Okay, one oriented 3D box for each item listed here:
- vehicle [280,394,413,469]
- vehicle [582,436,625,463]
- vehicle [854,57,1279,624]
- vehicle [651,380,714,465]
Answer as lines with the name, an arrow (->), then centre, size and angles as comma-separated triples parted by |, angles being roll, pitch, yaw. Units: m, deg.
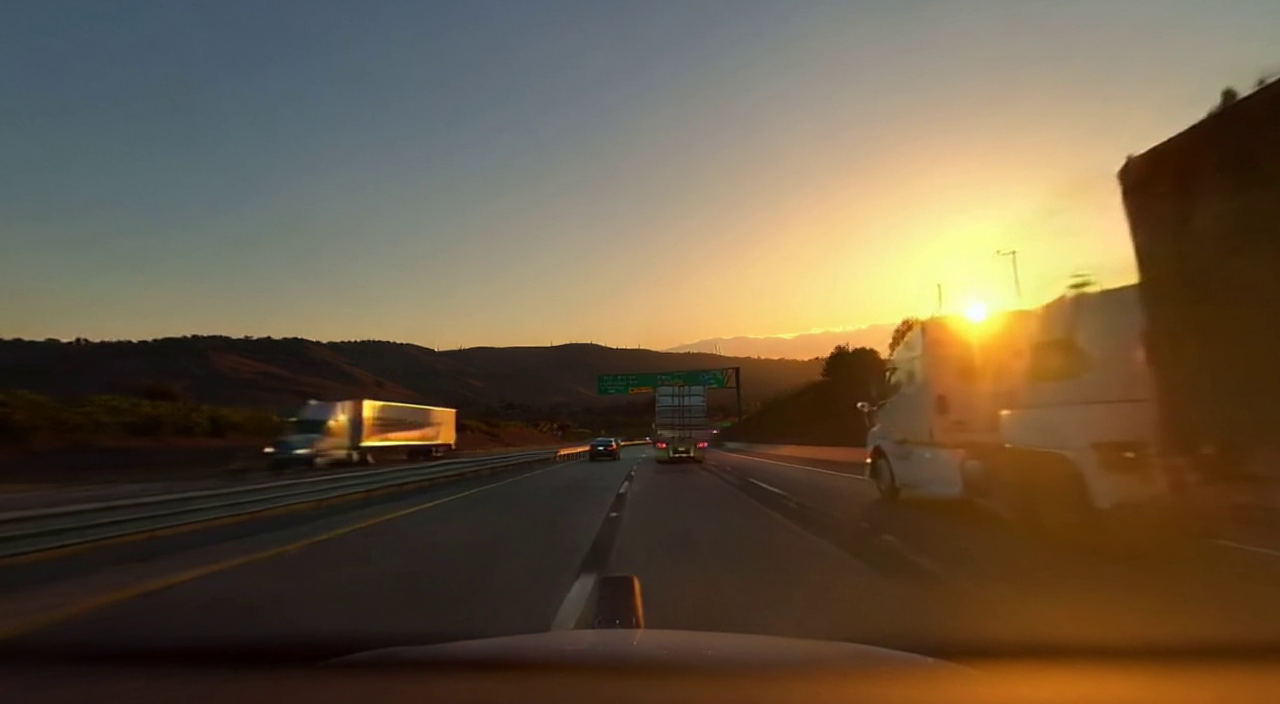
vehicle -> -17.494, 4.915, 38.695 | 3.026, 3.971, 10.127 | 0, -8, 1
vehicle -> -2.151, 5.980, 38.941 | 2.208, 1.542, 5.138 | 0, -8, 1
vehicle -> 6.003, 0.406, 8.091 | 2.946, 3.946, 10.224 | 0, -8, 0
vehicle -> 2.252, 4.274, 37.139 | 2.966, 4.072, 13.408 | -1, -8, 2
